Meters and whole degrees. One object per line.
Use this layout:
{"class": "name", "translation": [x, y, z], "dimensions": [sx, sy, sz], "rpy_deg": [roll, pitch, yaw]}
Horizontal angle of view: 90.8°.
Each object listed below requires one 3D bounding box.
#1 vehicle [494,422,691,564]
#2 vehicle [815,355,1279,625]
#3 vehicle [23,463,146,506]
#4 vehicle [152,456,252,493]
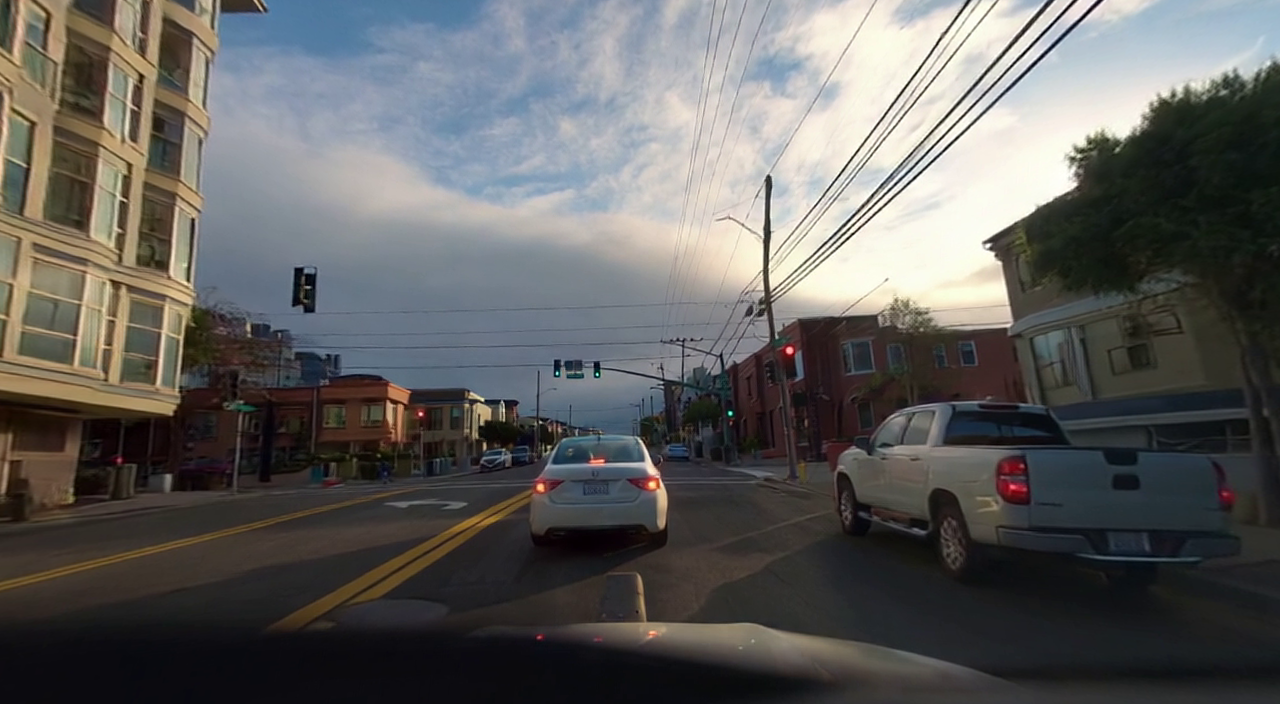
{"class": "vehicle", "translation": [-0.486, 1.761, 8.630], "dimensions": [2.019, 1.453, 4.129], "rpy_deg": [0, -8, 0]}
{"class": "vehicle", "translation": [3.837, 1.351, 7.121], "dimensions": [2.248, 1.945, 5.011], "rpy_deg": [0, -8, 0]}
{"class": "vehicle", "translation": [-24.771, 5.902, 28.250], "dimensions": [3.891, 1.538, 1.698], "rpy_deg": [-4, -11, 0]}
{"class": "vehicle", "translation": [-25.365, 7.111, 36.707], "dimensions": [4.337, 1.739, 1.981], "rpy_deg": [-5, -11, 1]}
